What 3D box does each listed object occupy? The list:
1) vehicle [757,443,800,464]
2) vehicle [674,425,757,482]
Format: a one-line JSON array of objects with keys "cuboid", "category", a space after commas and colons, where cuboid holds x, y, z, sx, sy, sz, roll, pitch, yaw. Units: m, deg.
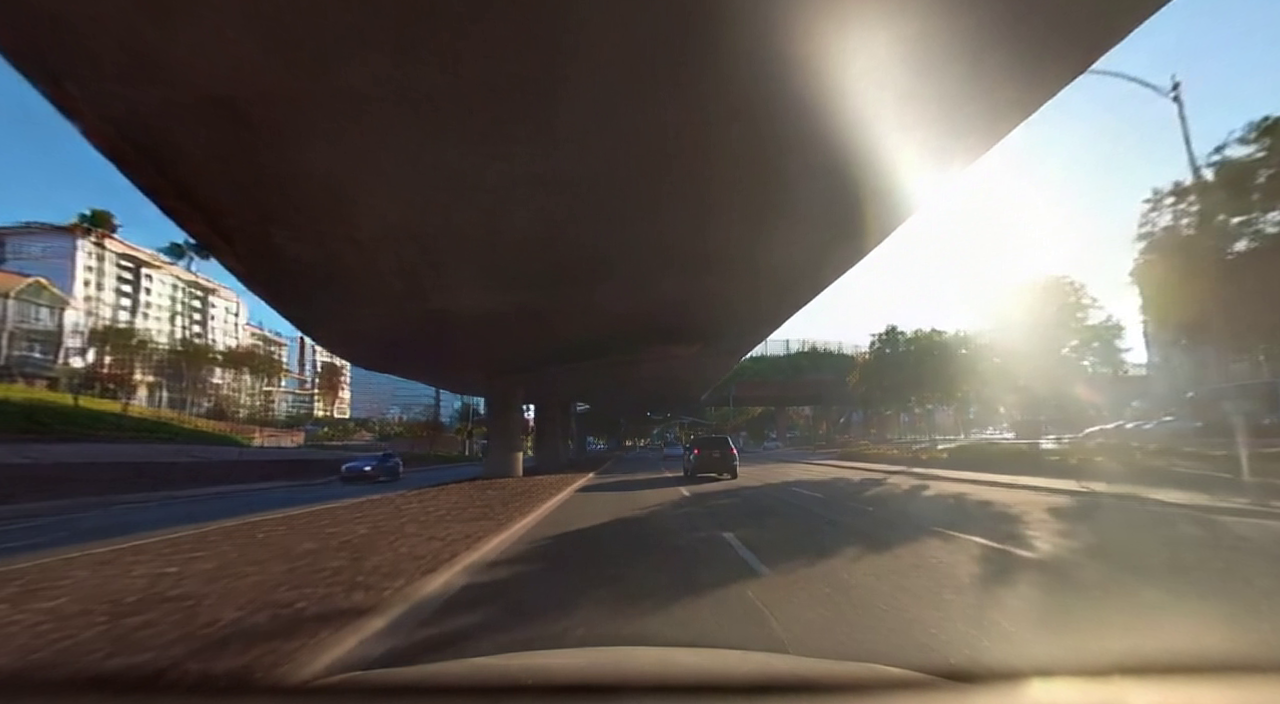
[{"cuboid": [10.101, 7.448, 46.509, 1.989, 1.472, 5.054, 0, -9, -1], "category": "vehicle"}, {"cuboid": [2.835, 4.031, 25.291, 2.559, 2.017, 5.562, 0, -9, -1], "category": "vehicle"}]
